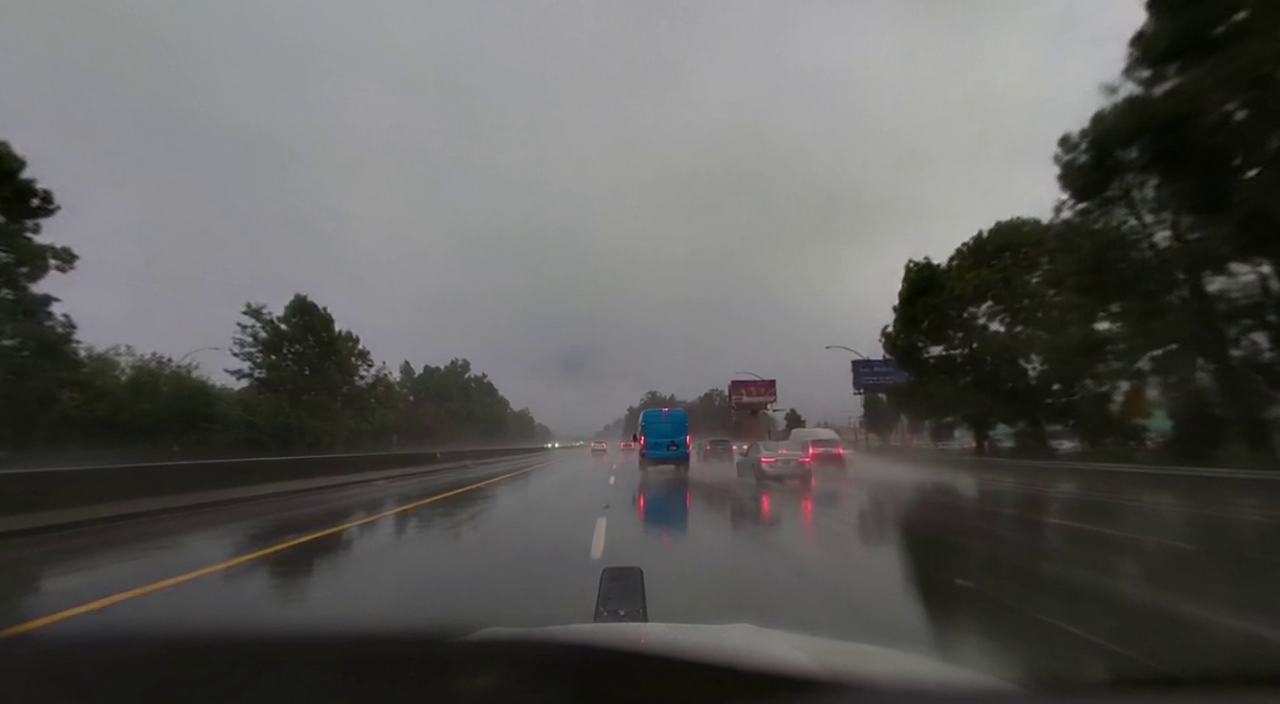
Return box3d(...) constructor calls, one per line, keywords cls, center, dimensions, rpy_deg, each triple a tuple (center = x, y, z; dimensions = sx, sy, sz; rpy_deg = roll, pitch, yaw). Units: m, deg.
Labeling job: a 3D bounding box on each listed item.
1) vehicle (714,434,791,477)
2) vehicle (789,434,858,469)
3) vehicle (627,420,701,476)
box3d(cls="vehicle", center=(4.236, 3.954, 24.304), dimensions=(2.099, 1.510, 3.784), rpy_deg=(0, -8, -3))
box3d(cls="vehicle", center=(8.337, 4.558, 28.839), dimensions=(1.874, 1.496, 3.586), rpy_deg=(0, -8, -3))
box3d(cls="vehicle", center=(0.852, 3.966, 26.177), dimensions=(2.546, 2.087, 5.404), rpy_deg=(0, -8, -3))
